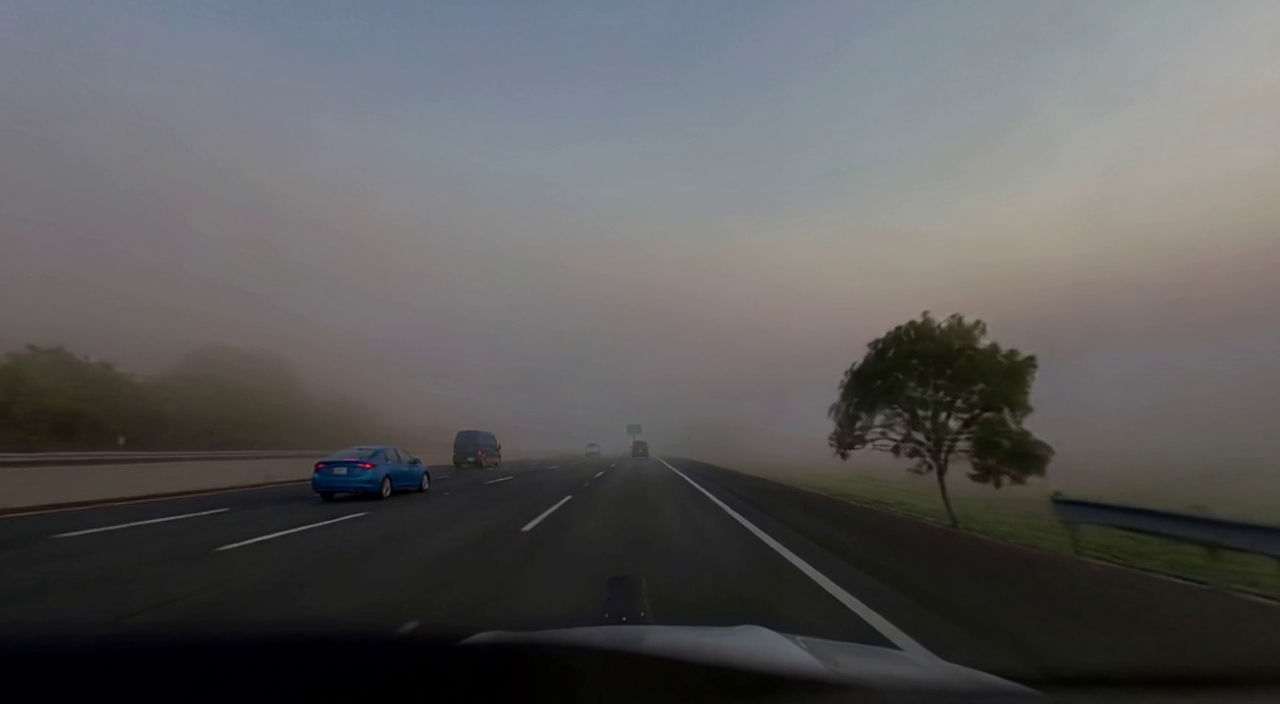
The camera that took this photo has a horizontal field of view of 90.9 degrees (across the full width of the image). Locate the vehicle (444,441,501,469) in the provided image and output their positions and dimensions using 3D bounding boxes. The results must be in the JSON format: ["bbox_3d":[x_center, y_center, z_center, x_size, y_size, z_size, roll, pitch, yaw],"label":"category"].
[{"bbox_3d":[-10.987,6.771,41.841,2.249,1.735,5.018,0,-8,2],"label":"vehicle"}]

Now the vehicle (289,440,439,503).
[{"bbox_3d":[-7.346,3.194,17.448,1.981,1.486,4.735,0,-8,1],"label":"vehicle"}]
